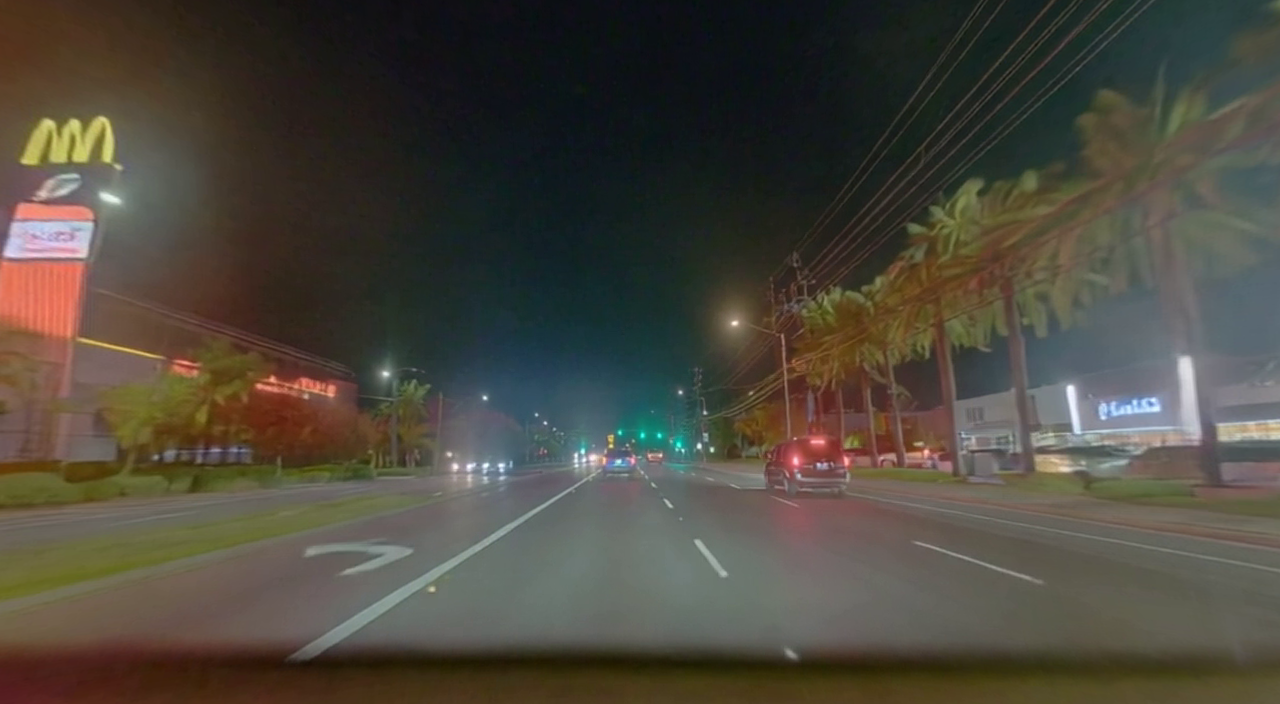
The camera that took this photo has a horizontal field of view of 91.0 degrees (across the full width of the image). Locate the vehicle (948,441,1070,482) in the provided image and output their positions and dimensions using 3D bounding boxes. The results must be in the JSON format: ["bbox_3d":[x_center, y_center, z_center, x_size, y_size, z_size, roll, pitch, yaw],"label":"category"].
[{"bbox_3d":[17.011,5.047,29.190,4.323,1.466,1.878,-5,-8,0],"label":"vehicle"}]

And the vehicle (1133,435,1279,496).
[{"bbox_3d":[17.492,3.337,18.709,3.986,1.480,1.861,-4,-9,-1],"label":"vehicle"}]

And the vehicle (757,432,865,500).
[{"bbox_3d":[5.328,3.626,20.338,2.107,1.928,4.471,0,-9,-1],"label":"vehicle"}]

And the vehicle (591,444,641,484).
[{"bbox_3d":[-1.043,5.089,28.795,2.138,1.672,4.168,0,-9,-1],"label":"vehicle"}]
